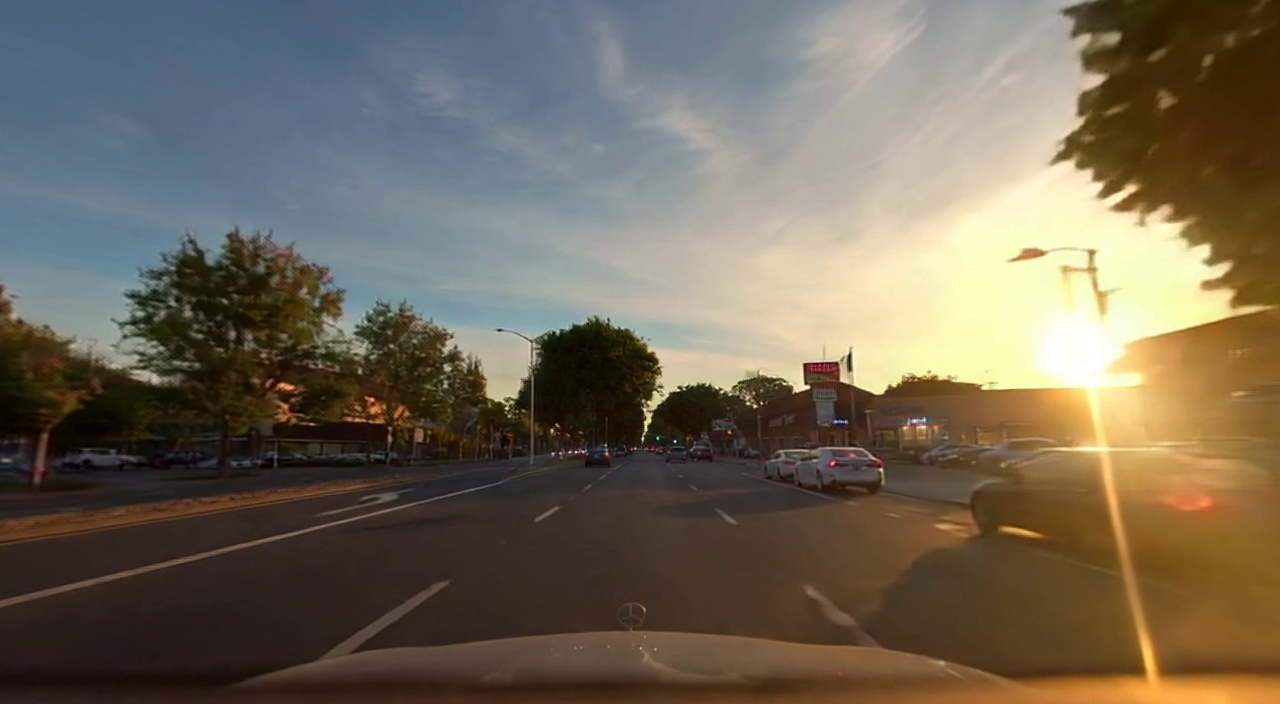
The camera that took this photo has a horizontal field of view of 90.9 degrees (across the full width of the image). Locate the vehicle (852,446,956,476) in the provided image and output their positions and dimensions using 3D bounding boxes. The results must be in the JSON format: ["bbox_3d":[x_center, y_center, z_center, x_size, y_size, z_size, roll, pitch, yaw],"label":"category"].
[{"bbox_3d":[13.300,5.497,31.933,4.373,1.463,1.992,0,-9,0],"label":"vehicle"}]

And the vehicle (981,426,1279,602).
[{"bbox_3d":[6.516,1.850,8.083,1.934,1.641,4.117,0,-9,0],"label":"vehicle"}]

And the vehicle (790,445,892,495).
[{"bbox_3d":[6.765,4.001,21.797,1.869,1.516,4.767,0,-9,-1],"label":"vehicle"}]

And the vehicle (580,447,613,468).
[{"bbox_3d":[-3.084,7.586,45.643,2.005,1.446,4.265,0,-9,1],"label":"vehicle"}]
